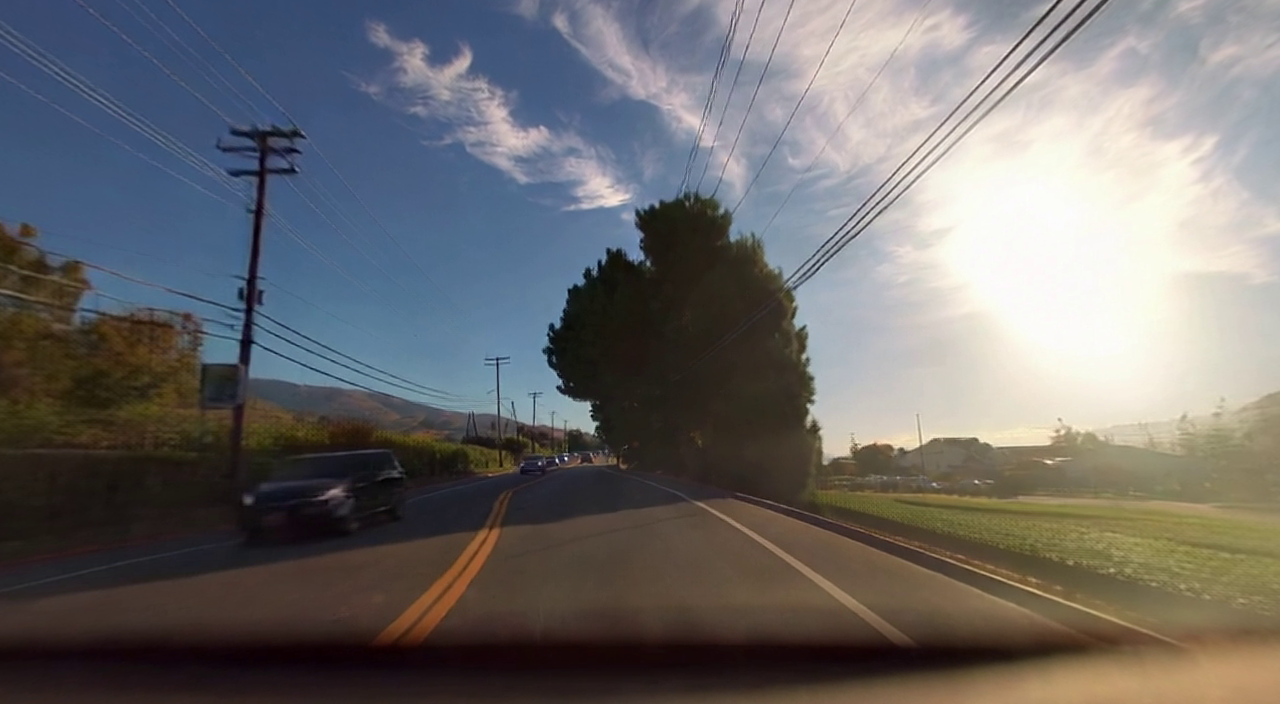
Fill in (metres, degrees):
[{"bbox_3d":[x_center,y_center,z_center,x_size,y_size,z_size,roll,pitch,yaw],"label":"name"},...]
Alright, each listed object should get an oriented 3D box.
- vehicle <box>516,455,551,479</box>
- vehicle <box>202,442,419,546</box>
[{"bbox_3d":[-8.050,8.697,48.053,2.121,1.653,4.510,0,-8,-3],"label":"vehicle"},{"bbox_3d":[-6.758,2.910,13.808,2.220,1.817,4.839,0,-8,-1],"label":"vehicle"}]
